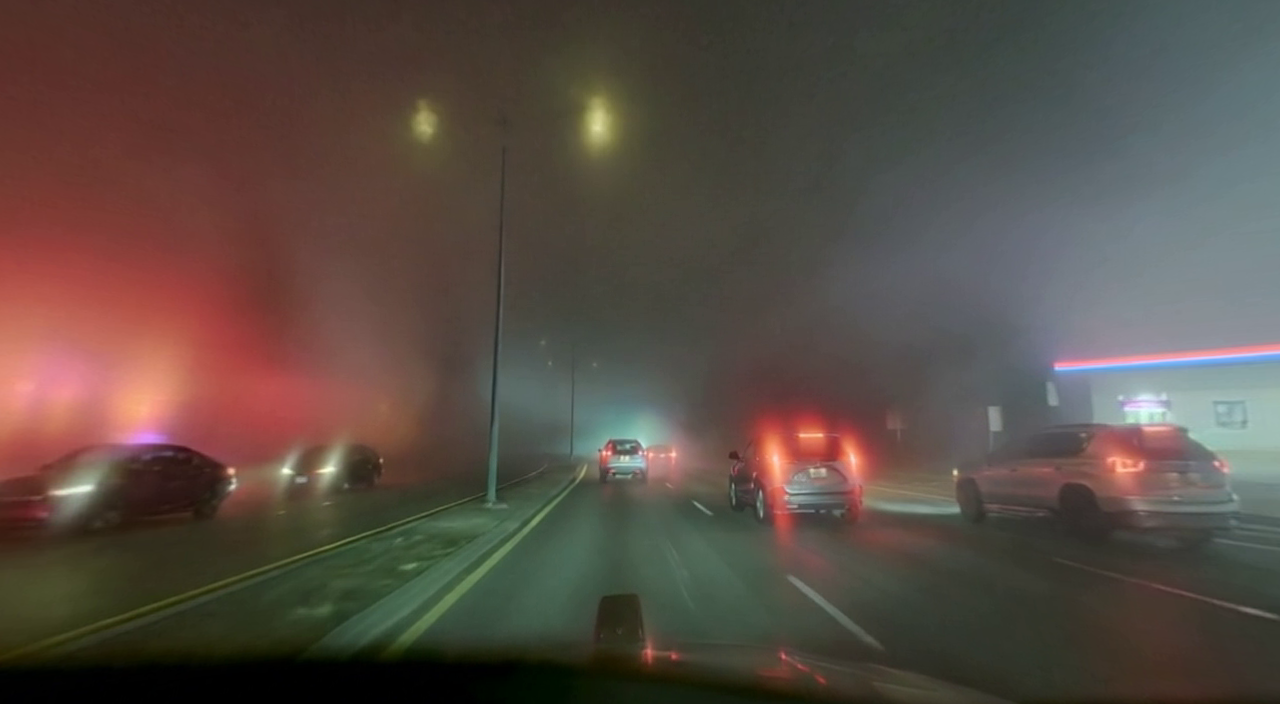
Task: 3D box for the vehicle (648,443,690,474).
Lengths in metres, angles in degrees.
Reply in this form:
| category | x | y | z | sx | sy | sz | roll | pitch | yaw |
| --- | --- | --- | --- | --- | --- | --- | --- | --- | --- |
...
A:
| category | x | y | z | sx | sy | sz | roll | pitch | yaw |
| --- | --- | --- | --- | --- | --- | --- | --- | --- | --- |
| vehicle | 1.539 | 5.856 | 34.838 | 1.800 | 1.592 | 3.658 | 1 | -9 | -5 |

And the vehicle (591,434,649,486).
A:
| category | x | y | z | sx | sy | sz | roll | pitch | yaw |
| --- | --- | --- | --- | --- | --- | --- | --- | --- | --- |
| vehicle | -0.818 | 4.096 | 24.153 | 2.051 | 1.798 | 4.168 | 0 | -9 | -3 |

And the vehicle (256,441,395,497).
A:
| category | x | y | z | sx | sy | sz | roll | pitch | yaw |
| --- | --- | --- | --- | --- | --- | --- | --- | --- | --- |
| vehicle | -9.138 | 3.416 | 18.789 | 1.872 | 1.439 | 4.507 | 0 | -9 | -1 |

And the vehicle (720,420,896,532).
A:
| category | x | y | z | sx | sy | sz | roll | pitch | yaw |
| --- | --- | --- | --- | --- | --- | --- | --- | --- | --- |
| vehicle | 2.945 | 2.283 | 12.156 | 2.000 | 1.745 | 4.206 | 0 | -9 | -3 |

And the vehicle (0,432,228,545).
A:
| category | x | y | z | sx | sy | sz | roll | pitch | yaw |
| --- | --- | --- | --- | --- | --- | --- | --- | --- | --- |
| vehicle | -8.669 | 2.057 | 10.080 | 1.665 | 1.442 | 3.720 | 0 | -9 | -1 |

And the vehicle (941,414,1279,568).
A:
| category | x | y | z | sx | sy | sz | roll | pitch | yaw |
| --- | --- | --- | --- | --- | --- | --- | --- | --- | --- |
| vehicle | 6.583 | 1.848 | 9.148 | 2.047 | 1.653 | 4.423 | 0 | -9 | -2 |
